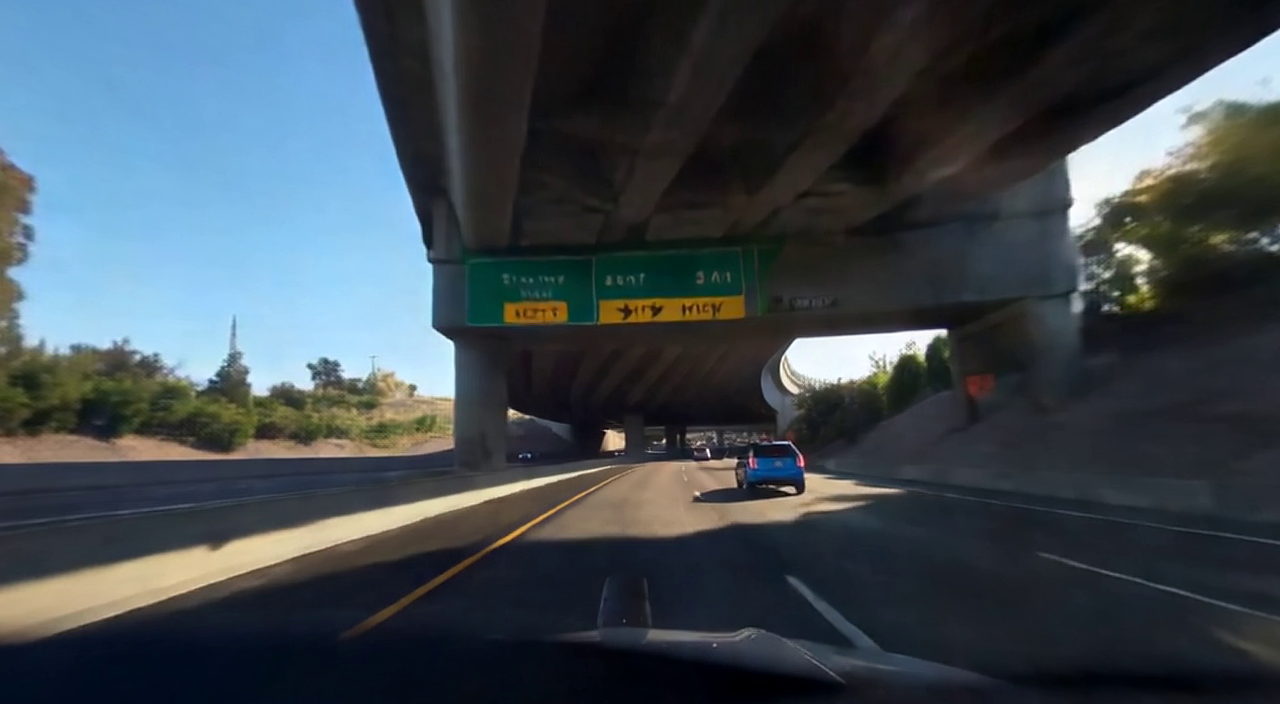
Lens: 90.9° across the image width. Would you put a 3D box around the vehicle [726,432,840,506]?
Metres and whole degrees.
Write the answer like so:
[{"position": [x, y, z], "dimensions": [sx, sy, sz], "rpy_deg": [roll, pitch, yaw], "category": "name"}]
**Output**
[{"position": [3.707, 3.125, 17.253], "dimensions": [2.143, 1.730, 4.303], "rpy_deg": [0, -9, 1], "category": "vehicle"}]
